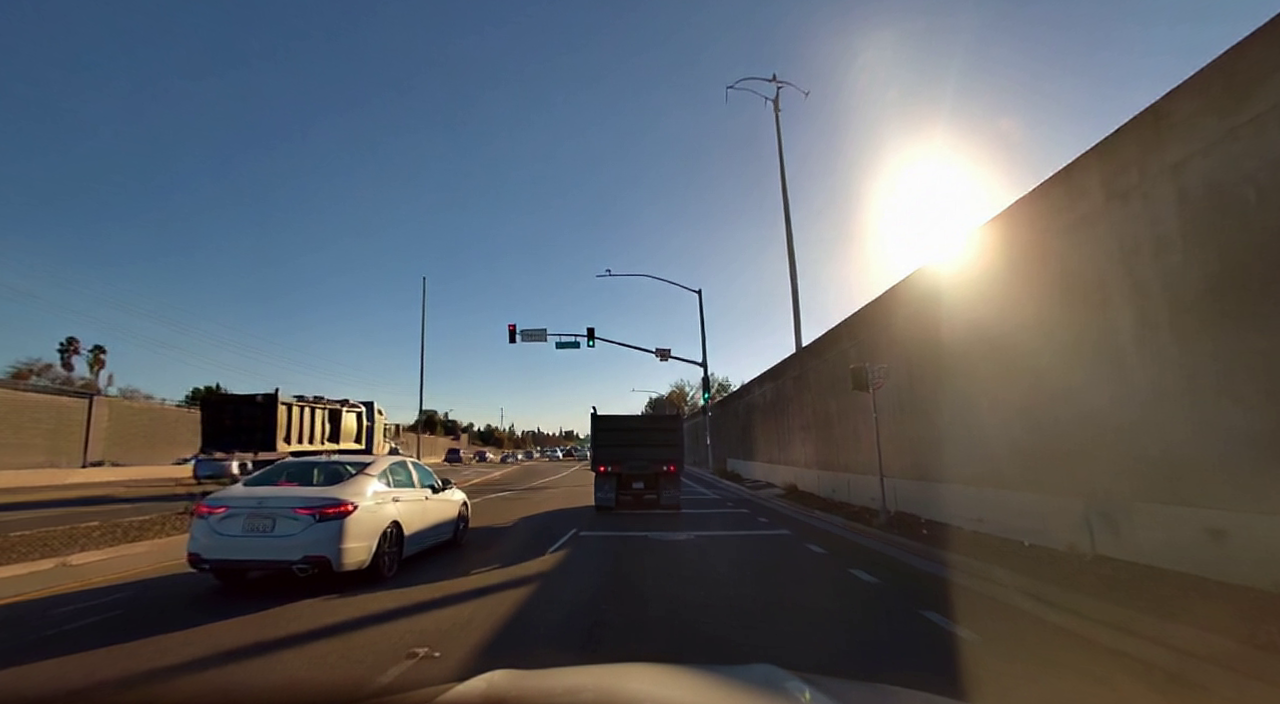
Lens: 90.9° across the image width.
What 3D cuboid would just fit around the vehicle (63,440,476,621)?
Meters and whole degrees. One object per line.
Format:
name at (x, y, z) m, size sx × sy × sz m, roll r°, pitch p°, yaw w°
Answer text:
vehicle at (-3.748, 1.863, 7.788) m, size 2.019 × 1.480 × 4.966 m, roll 0°, pitch -9°, yaw 1°

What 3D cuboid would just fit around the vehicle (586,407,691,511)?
vehicle at (-0.035, 2.798, 16.878) m, size 2.355 × 2.305 × 5.336 m, roll 0°, pitch -9°, yaw 0°
